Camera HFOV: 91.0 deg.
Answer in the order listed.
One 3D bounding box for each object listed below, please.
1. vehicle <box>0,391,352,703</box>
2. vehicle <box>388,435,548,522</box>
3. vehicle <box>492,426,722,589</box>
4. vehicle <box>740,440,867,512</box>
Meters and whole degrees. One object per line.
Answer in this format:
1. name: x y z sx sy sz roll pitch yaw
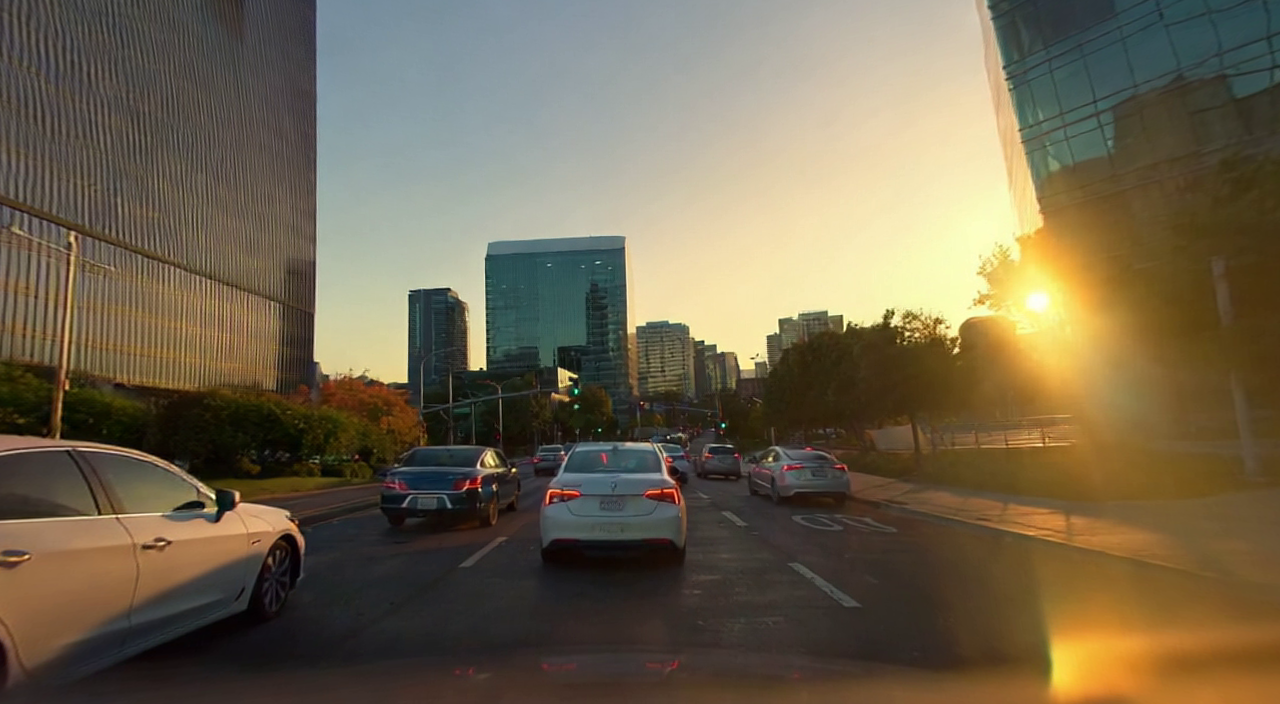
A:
1. vehicle: -3.555 1.073 3.534 1.933 1.520 4.195 0 -9 -1
2. vehicle: -3.336 2.544 13.262 2.044 1.508 4.479 0 -9 1
3. vehicle: -0.252 1.797 8.190 2.174 1.509 4.374 0 -9 2
4. vehicle: 3.847 2.982 15.653 1.940 1.514 4.187 0 -9 -1
